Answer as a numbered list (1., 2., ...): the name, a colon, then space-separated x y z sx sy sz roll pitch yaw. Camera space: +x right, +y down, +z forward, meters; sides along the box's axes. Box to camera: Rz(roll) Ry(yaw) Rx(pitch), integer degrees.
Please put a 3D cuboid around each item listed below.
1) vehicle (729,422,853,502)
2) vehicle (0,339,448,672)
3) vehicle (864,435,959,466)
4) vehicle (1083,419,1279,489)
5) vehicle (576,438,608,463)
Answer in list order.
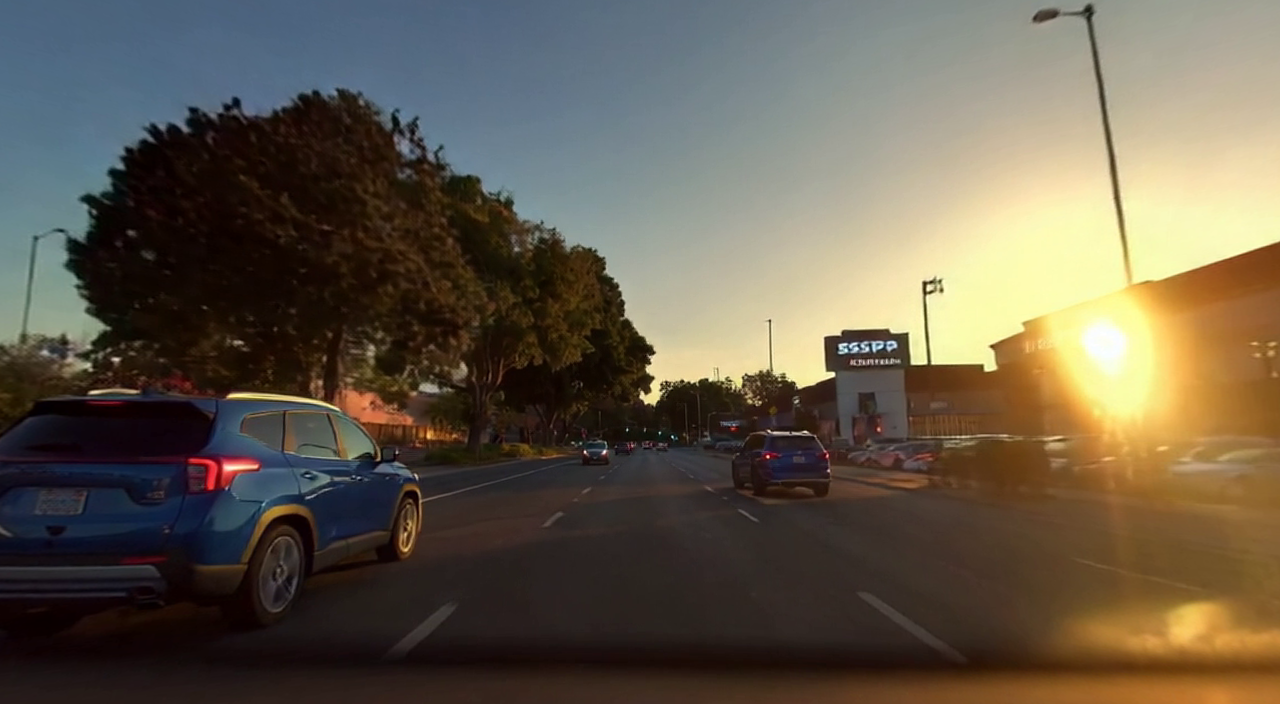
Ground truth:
1. vehicle: 3.672 2.768 16.232 2.024 1.773 4.431 0 -8 -1
2. vehicle: -3.727 1.226 6.115 2.210 1.925 4.838 0 -8 0
3. vehicle: 13.830 5.026 32.202 4.040 1.497 1.702 0 -8 -1
4. vehicle: 14.832 2.679 16.648 4.647 1.725 1.991 0 -8 1
5. vehicle: -3.602 7.546 48.261 2.112 1.775 4.404 0 -8 0
